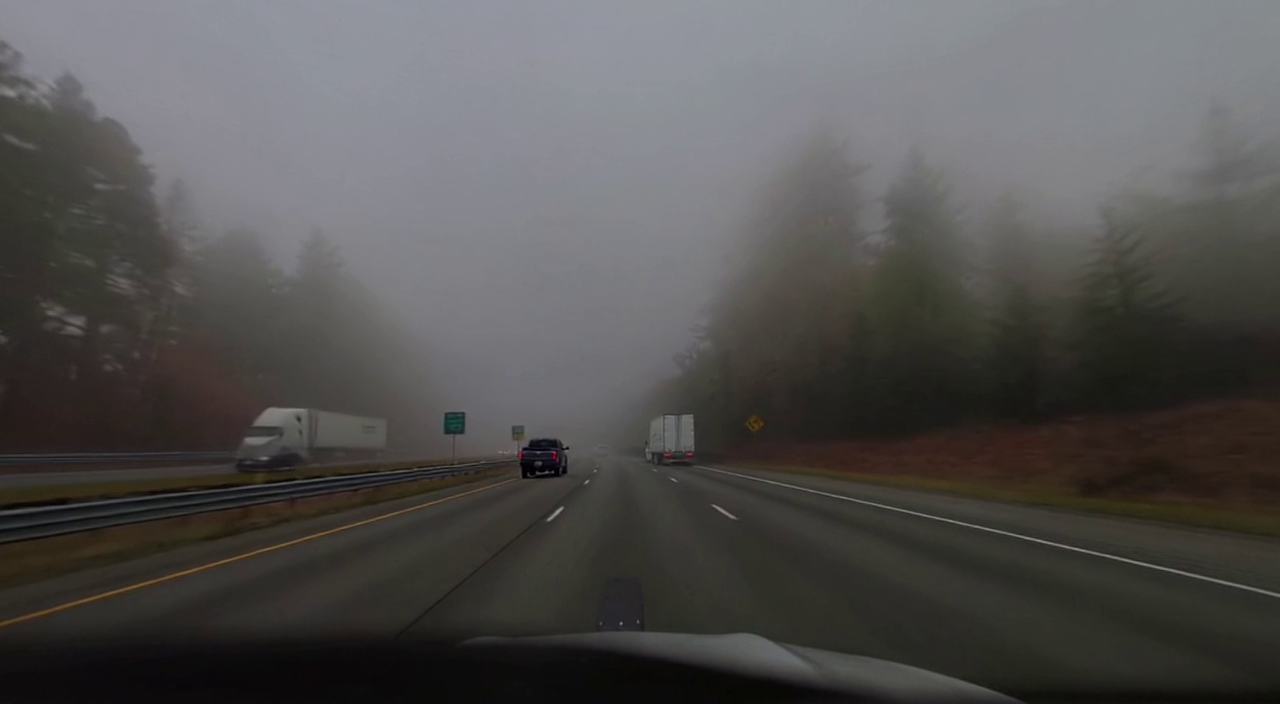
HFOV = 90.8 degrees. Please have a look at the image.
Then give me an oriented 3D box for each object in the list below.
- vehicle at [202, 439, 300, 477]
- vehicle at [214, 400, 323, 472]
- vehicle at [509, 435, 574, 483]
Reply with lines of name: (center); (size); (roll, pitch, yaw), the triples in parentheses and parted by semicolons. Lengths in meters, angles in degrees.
vehicle: (-17.596, 4.817, 28.807); (1.895, 1.582, 4.155); (0, -9, -2)
vehicle: (-22.173, 5.104, 38.093); (2.994, 3.966, 5.892); (0, -9, -3)
vehicle: (-4.302, 4.769, 28.421); (2.337, 1.942, 4.984); (0, -9, -2)
